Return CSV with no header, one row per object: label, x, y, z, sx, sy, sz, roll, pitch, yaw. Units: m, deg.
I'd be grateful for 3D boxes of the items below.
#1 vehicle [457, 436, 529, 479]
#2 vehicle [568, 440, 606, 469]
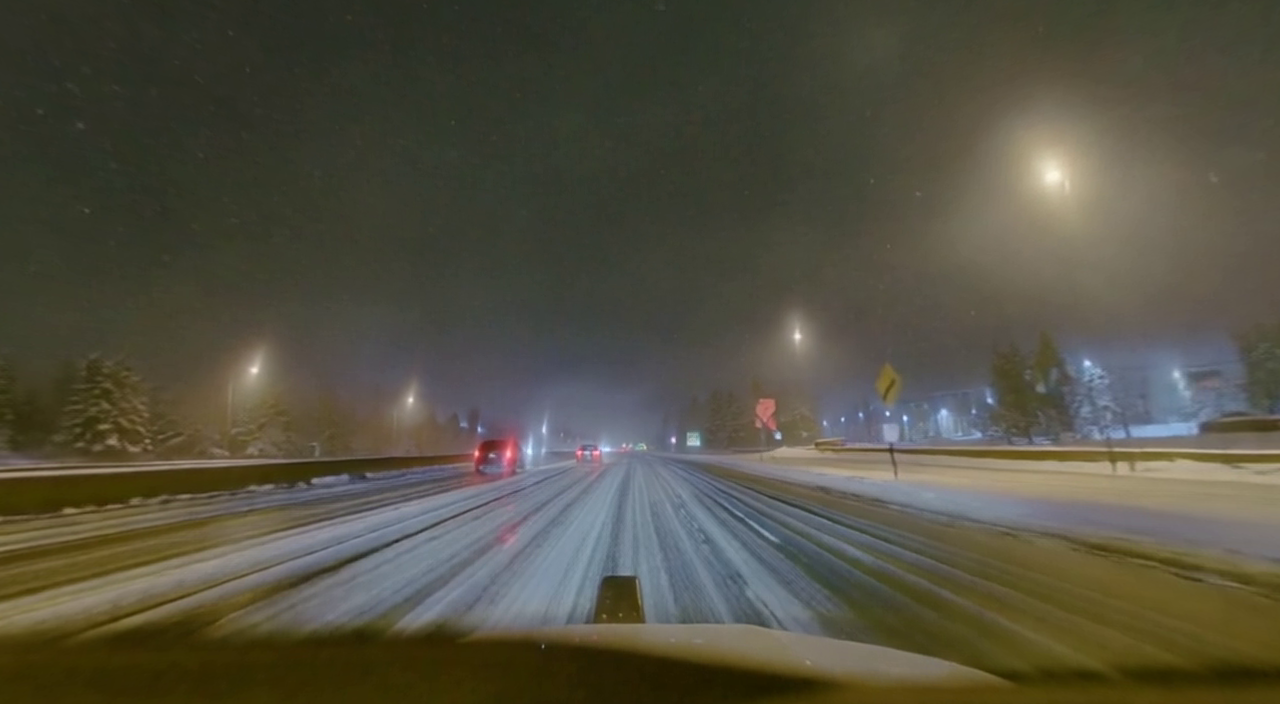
vehicle,-6.495,4.708,28.485,2.015,1.762,4.790,0,-8,1
vehicle,-3.283,6.457,40.167,2.027,1.697,4.307,0,-8,0
